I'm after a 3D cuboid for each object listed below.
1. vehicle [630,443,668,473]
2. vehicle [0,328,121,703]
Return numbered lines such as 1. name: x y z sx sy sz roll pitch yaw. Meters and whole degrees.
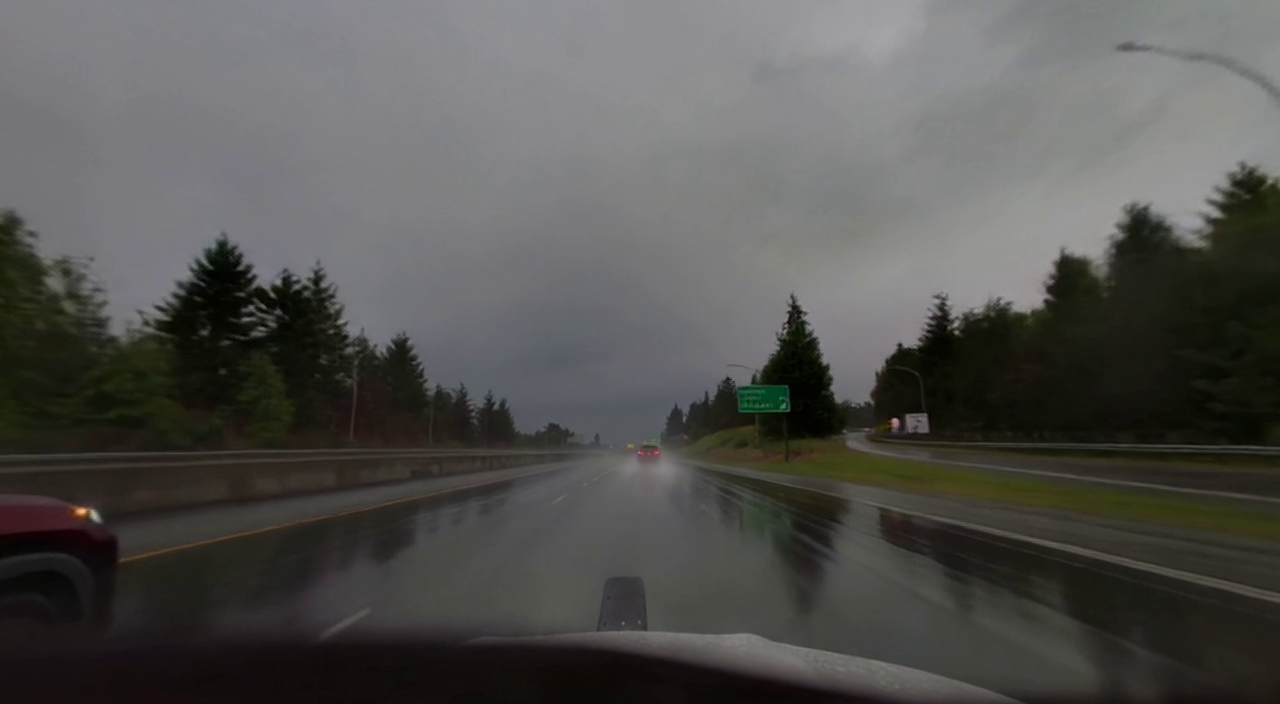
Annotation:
1. vehicle: 0.514 6.299 37.582 2.087 1.682 4.388 0 -9 0
2. vehicle: -3.915 0.534 1.033 2.139 1.804 4.611 0 -9 0
